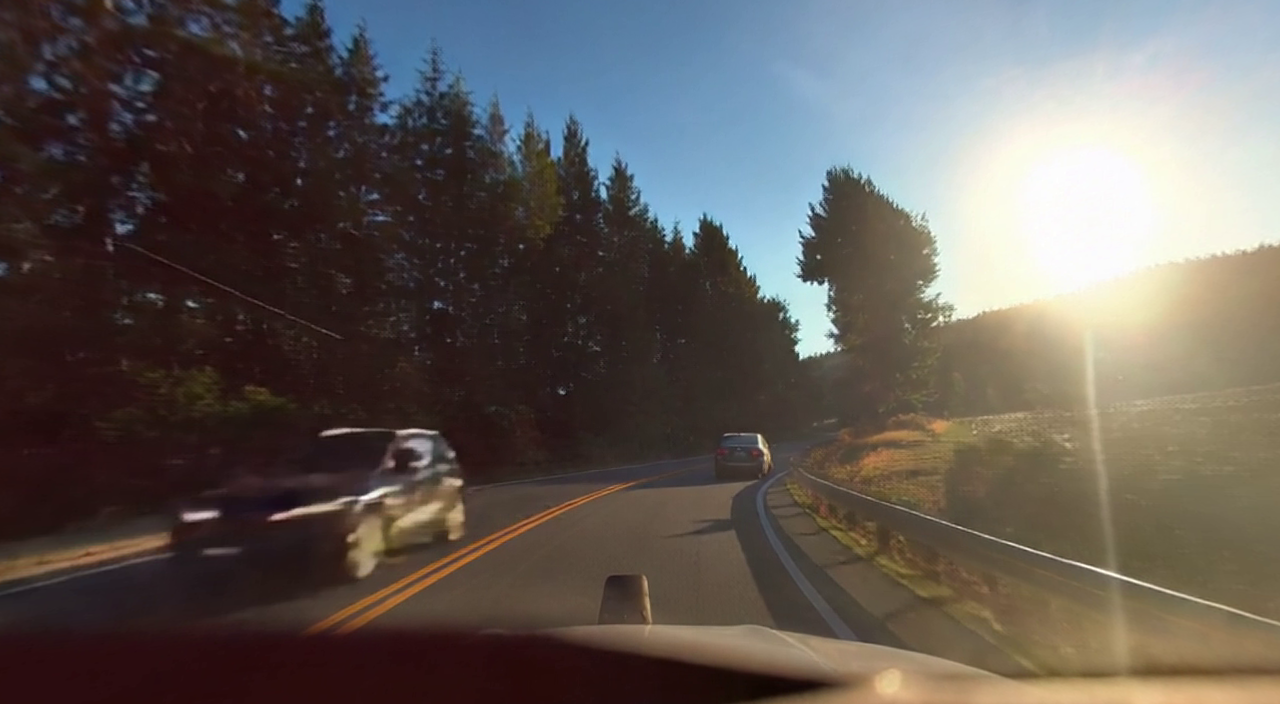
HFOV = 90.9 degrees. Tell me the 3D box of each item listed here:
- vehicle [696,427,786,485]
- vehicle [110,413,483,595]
[{"bbox_3d":[3.286,3.213,19.766,2.274,1.583,4.349,-2,-9,15],"label":"vehicle"},{"bbox_3d":[-3.779,1.723,8.053,2.032,1.654,4.204,-1,-8,7],"label":"vehicle"}]
